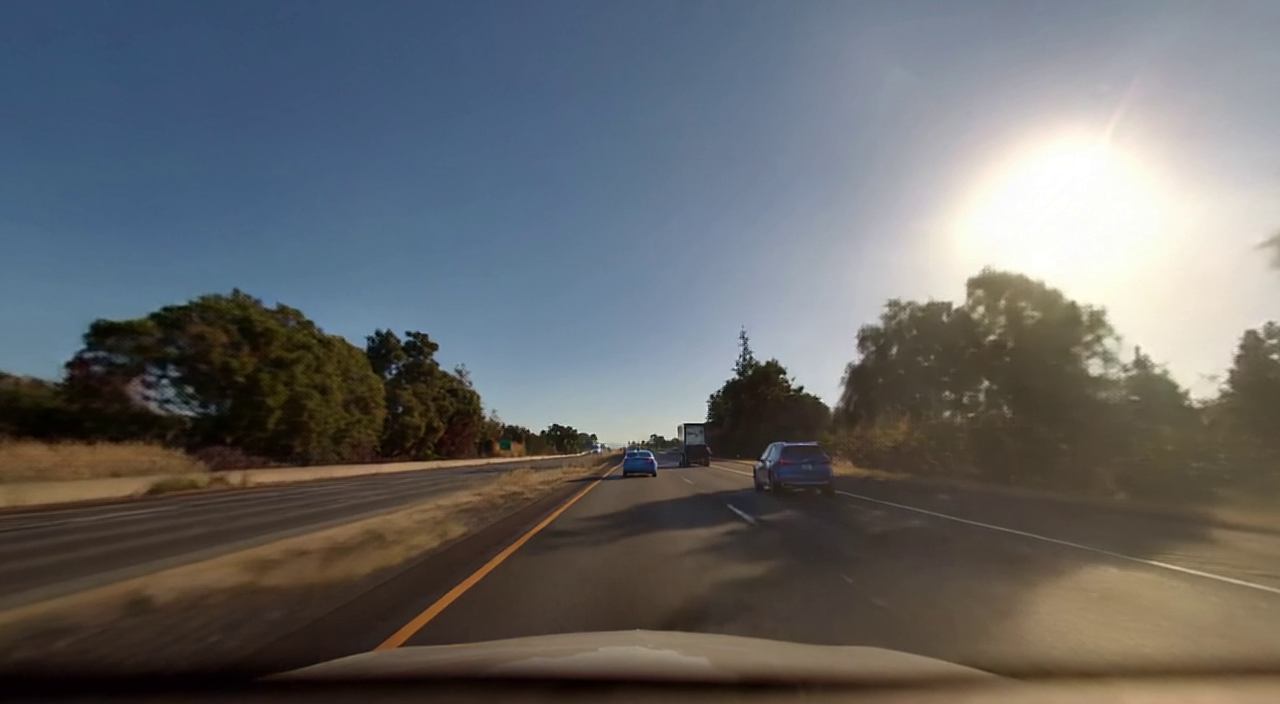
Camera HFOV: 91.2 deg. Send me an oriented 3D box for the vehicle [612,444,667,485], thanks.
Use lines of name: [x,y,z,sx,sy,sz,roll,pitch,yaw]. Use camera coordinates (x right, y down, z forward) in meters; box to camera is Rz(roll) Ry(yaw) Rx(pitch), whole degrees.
vehicle: [-0.036,4.526,25.468,2.066,1.490,3.759,0,-9,-1]

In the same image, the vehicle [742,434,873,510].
vehicle: [3.837,2.827,15.187,1.953,1.540,4.101,0,-9,-1]
